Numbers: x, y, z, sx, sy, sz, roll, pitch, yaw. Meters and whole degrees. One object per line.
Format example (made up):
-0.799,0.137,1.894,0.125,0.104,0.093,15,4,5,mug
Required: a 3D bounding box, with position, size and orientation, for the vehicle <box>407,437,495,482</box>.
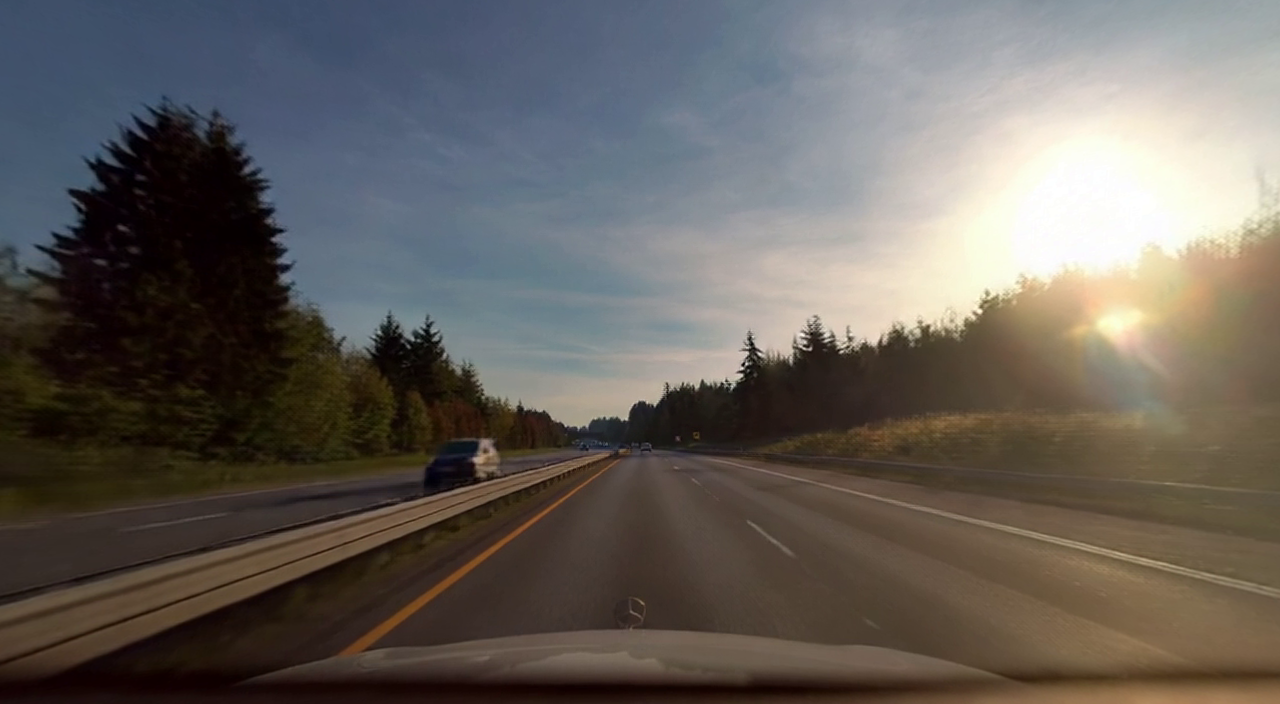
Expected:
-7.543,4.321,25.645,2.106,1.610,4.411,0,-8,1,vehicle
